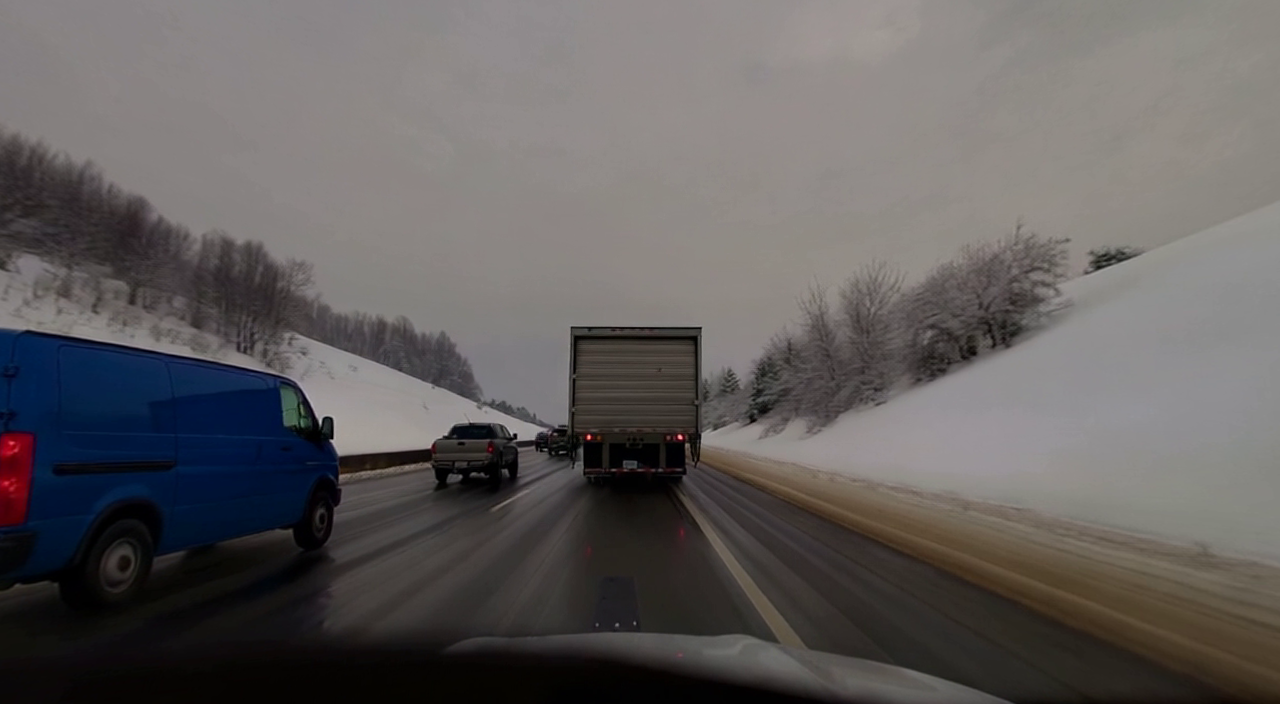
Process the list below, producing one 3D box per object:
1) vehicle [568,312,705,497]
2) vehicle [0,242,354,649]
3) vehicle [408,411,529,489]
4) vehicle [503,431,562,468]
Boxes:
[{"bbox_3d":[-0.143,1.779,18.768,2.953,4.041,10.072,0,-8,-1],"label":"vehicle"},{"bbox_3d":[-5.250,0.862,5.989,2.478,2.515,5.438,0,-8,0],"label":"vehicle"},{"bbox_3d":[-4.876,2.860,18.749,2.168,1.985,4.952,0,-8,0],"label":"vehicle"},{"bbox_3d":[-4.847,4.447,28.964,1.931,1.539,4.441,0,-8,0],"label":"vehicle"}]
